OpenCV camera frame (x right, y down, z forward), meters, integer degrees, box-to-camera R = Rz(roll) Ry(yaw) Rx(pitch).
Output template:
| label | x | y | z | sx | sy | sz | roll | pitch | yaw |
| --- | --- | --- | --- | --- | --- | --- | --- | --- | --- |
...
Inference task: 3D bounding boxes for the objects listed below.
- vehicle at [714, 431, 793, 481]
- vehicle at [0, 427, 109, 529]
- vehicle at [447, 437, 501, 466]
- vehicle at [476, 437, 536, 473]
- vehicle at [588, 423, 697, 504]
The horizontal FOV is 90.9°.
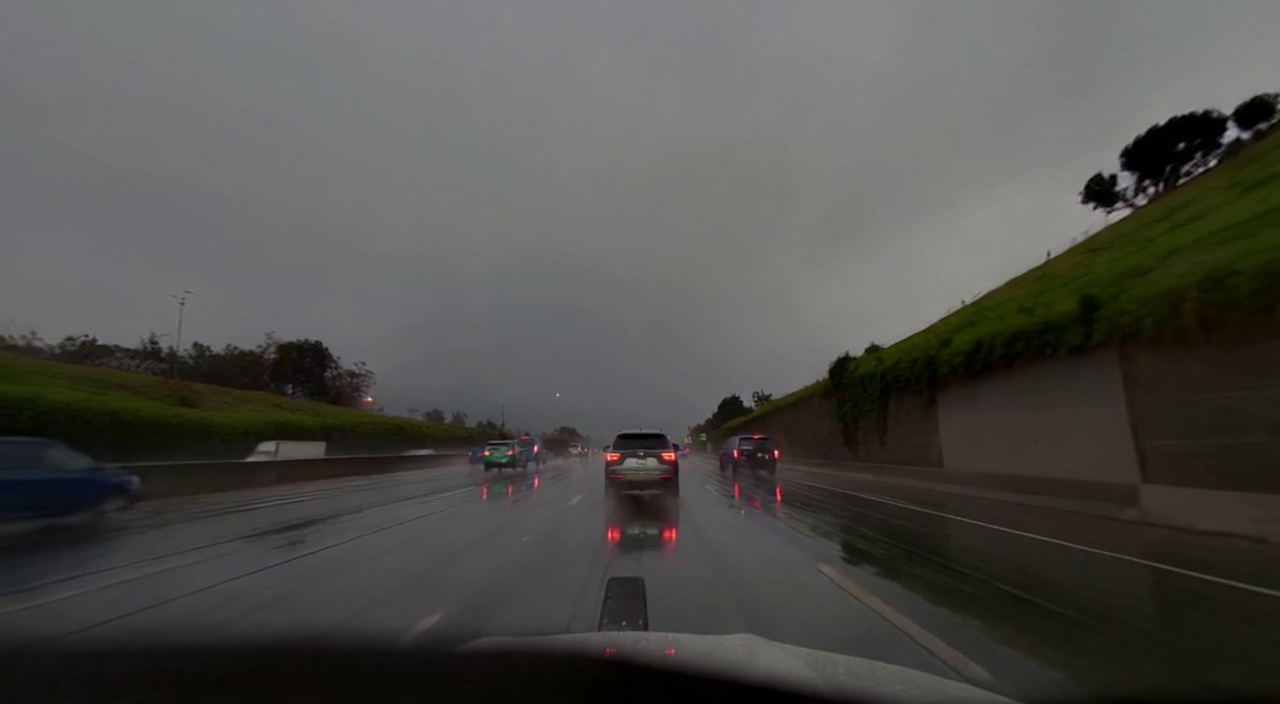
| label | x | y | z | sx | sy | sz | roll | pitch | yaw |
| --- | --- | --- | --- | --- | --- | --- | --- | --- | --- |
| vehicle | 4.580 | 4.335 | 26.549 | 2.204 | 1.852 | 5.845 | 0 | -8 | 0 |
| vehicle | -11.469 | 2.010 | 9.966 | 1.999 | 1.643 | 4.717 | 0 | -8 | 0 |
| vehicle | -11.048 | 6.659 | 42.408 | 2.223 | 1.781 | 5.098 | 0 | -8 | 0 |
| vehicle | -6.750 | 5.253 | 32.320 | 2.024 | 1.706 | 4.462 | 0 | -8 | 1 |
| vehicle | 0.081 | 2.844 | 16.410 | 2.447 | 1.804 | 4.273 | 0 | -8 | 1 |
